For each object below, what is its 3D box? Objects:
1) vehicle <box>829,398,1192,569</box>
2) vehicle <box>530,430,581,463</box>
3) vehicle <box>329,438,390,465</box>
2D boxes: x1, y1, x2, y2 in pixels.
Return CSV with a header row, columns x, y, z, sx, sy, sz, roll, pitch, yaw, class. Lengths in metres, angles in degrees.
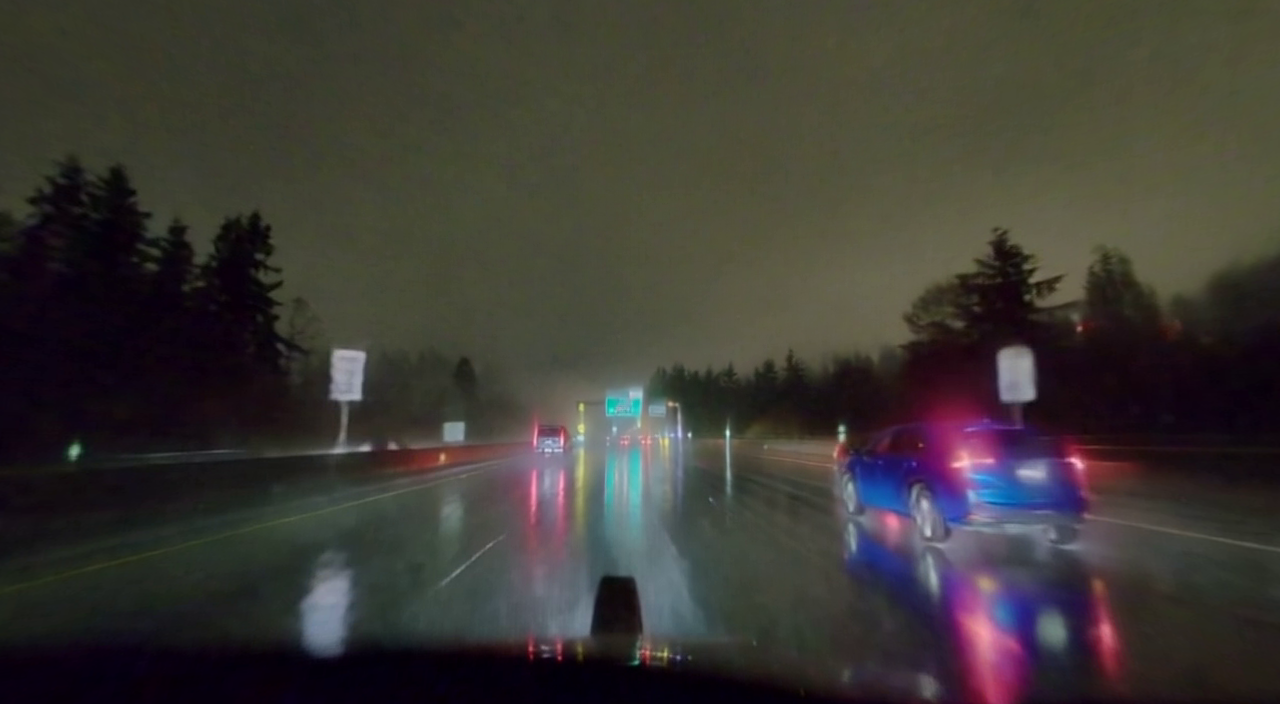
x,y,z,sx,sy,sz,roll,pitch,yaw,class
4.088,1.494,7.948,2.011,1.576,4.060,0,-8,-2,vehicle
-4.087,4.639,31.100,2.032,1.465,4.316,0,-8,-1,vehicle
-17.077,6.051,38.439,1.821,1.537,4.168,0,-8,-1,vehicle
